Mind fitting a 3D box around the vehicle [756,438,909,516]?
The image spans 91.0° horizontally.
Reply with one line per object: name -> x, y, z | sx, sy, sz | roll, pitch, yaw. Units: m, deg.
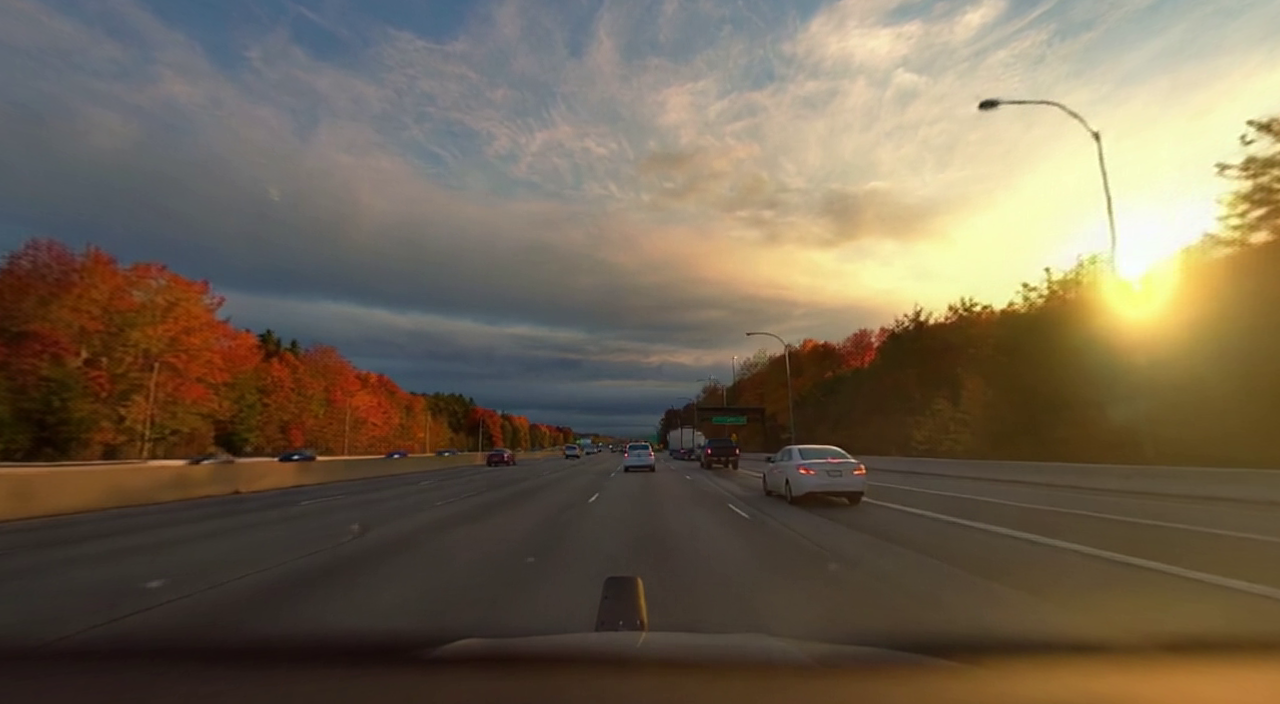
vehicle -> 4.216, 2.827, 14.763 | 2.057, 1.508, 4.767 | 0, -9, 0

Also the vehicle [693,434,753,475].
vehicle -> 4.292, 5.457, 33.620 | 2.388, 1.998, 5.749 | 0, -9, 0

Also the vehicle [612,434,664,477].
vehicle -> -0.054, 5.120, 31.423 | 2.372, 1.957, 5.121 | 0, -9, 0

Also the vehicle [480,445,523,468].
vehicle -> -9.879, 7.503, 45.288 | 1.989, 1.529, 4.433 | 0, -9, 1
